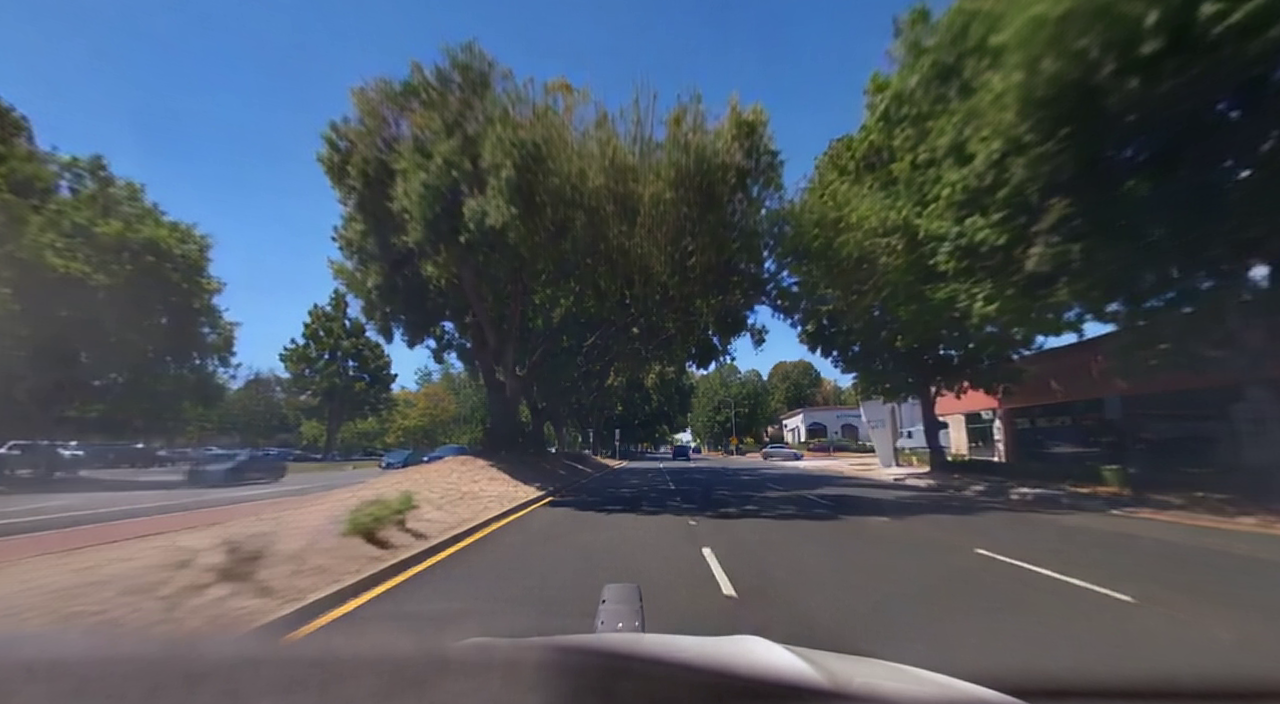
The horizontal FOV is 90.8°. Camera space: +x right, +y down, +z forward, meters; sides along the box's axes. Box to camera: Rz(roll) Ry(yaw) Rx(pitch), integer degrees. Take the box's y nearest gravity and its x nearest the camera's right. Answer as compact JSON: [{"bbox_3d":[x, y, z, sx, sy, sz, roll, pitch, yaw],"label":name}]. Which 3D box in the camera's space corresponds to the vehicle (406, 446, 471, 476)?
[{"bbox_3d":[-10.420,5.653,33.054,1.930,1.449,4.361,-1,-9,1],"label":"vehicle"}]

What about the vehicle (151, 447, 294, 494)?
[{"bbox_3d":[-14.310,4.047,22.068,1.850,1.453,4.648,0,-9,0],"label":"vehicle"}]
